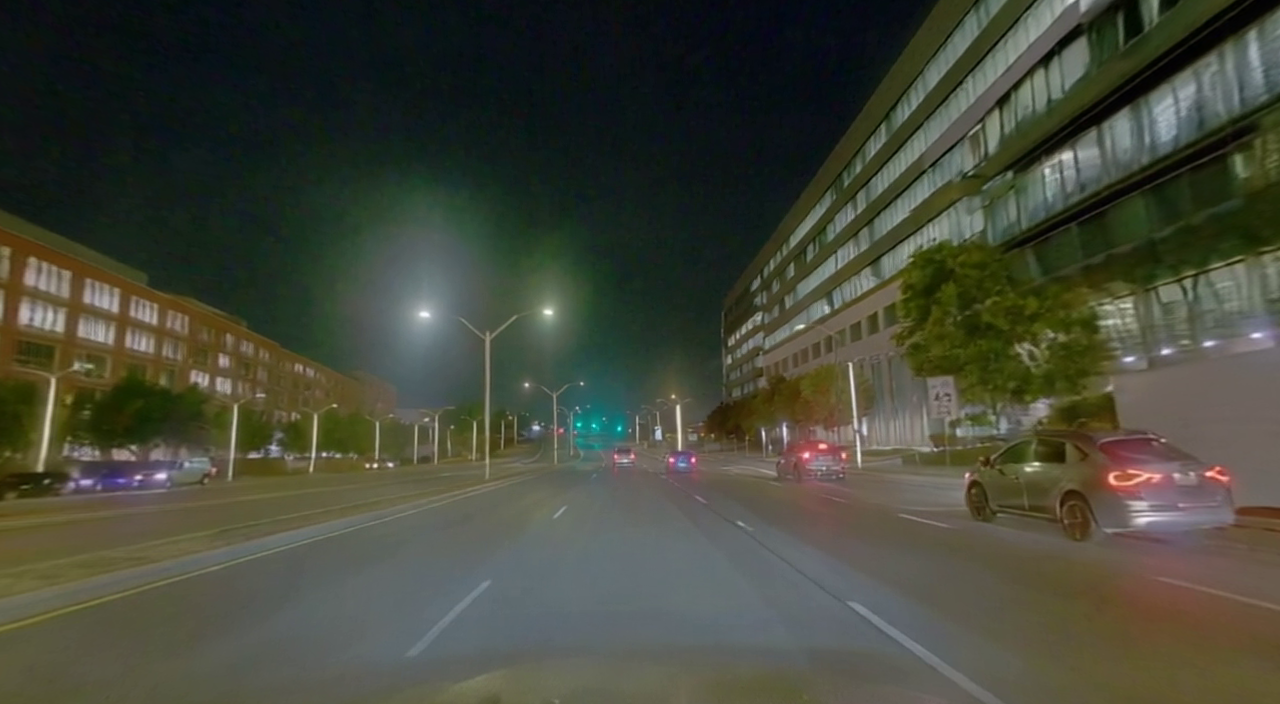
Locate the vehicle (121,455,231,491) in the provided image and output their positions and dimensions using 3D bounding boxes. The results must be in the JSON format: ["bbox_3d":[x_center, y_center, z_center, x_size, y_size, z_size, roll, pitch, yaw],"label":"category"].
[{"bbox_3d":[-29.711,7.733,40.859,2.474,1.971,6.358,0,-8,-2],"label":"vehicle"}]

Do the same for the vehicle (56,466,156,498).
[{"bbox_3d":[-29.600,7.178,35.239,1.742,1.473,4.529,0,-8,-2],"label":"vehicle"}]

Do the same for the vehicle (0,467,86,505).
[{"bbox_3d":[-29.211,6.357,29.799,1.854,1.450,4.937,-4,-7,-2],"label":"vehicle"}]

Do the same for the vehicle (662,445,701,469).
[{"bbox_3d":[2.694,6.979,42.228,2.090,1.506,4.382,0,-8,-3],"label":"vehicle"}]

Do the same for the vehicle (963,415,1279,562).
[{"bbox_3d":[7.172,1.972,9.914,2.017,1.743,4.453,-1,-8,3],"label":"vehicle"}]
